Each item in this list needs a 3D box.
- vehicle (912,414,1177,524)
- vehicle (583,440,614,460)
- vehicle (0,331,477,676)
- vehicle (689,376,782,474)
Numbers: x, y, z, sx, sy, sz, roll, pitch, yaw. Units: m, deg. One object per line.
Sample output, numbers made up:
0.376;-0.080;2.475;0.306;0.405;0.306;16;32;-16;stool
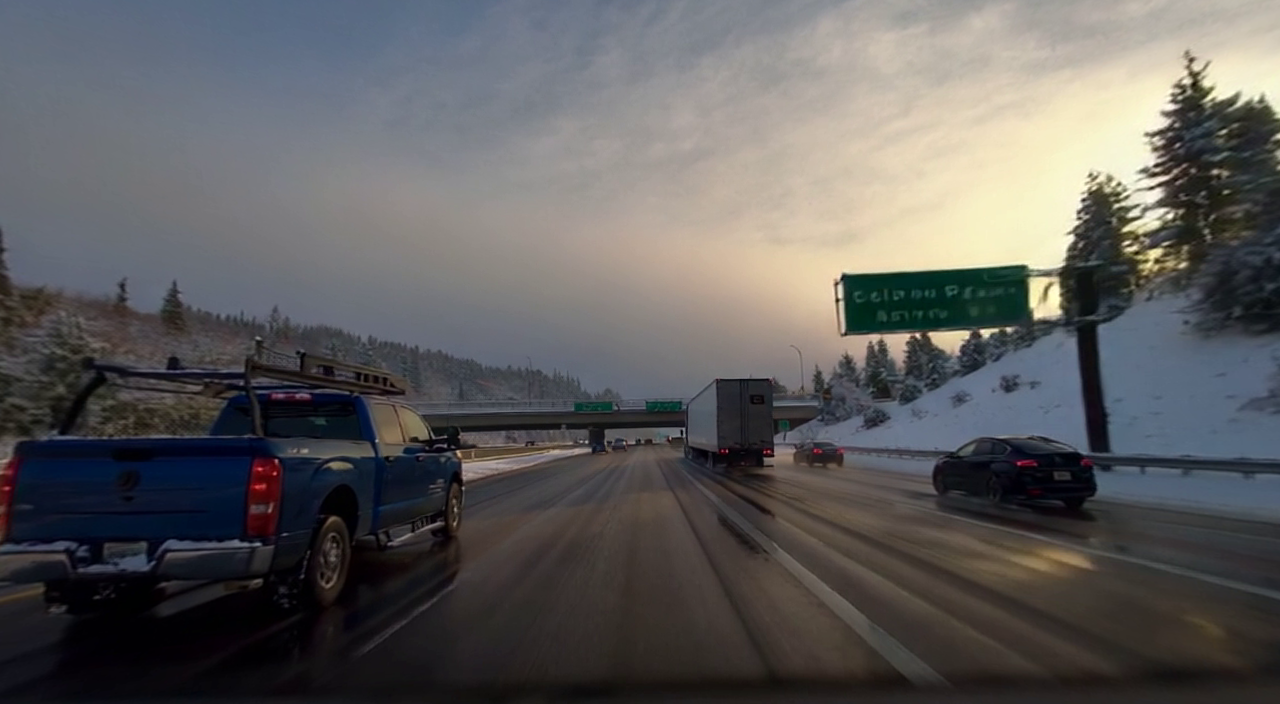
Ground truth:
7.334;2.169;12.214;1.999;1.700;4.640;0;-8;0;vehicle
-3.220;7.716;49.650;2.077;1.446;4.106;0;-8;0;vehicle
-3.959;1.350;6.971;2.599;2.054;6.288;0;-8;0;vehicle
4.435;3.968;32.577;2.885;4.036;12.891;0;-8;0;vehicle
